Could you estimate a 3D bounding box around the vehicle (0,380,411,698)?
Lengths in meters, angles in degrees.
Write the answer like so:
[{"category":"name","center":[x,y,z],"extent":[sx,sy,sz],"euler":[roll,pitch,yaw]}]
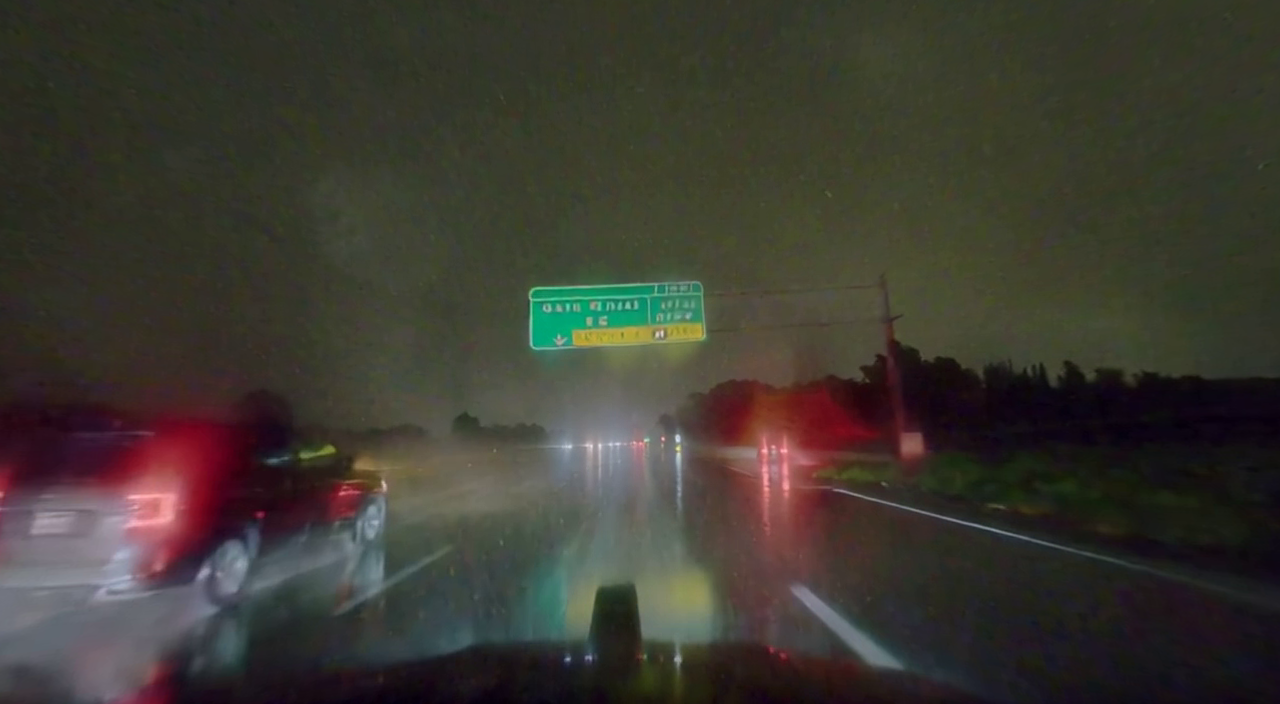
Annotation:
[{"category":"vehicle","center":[-4.177,1.341,5.910],"extent":[2.200,1.662,5.091],"euler":[0,-8,-1]}]
